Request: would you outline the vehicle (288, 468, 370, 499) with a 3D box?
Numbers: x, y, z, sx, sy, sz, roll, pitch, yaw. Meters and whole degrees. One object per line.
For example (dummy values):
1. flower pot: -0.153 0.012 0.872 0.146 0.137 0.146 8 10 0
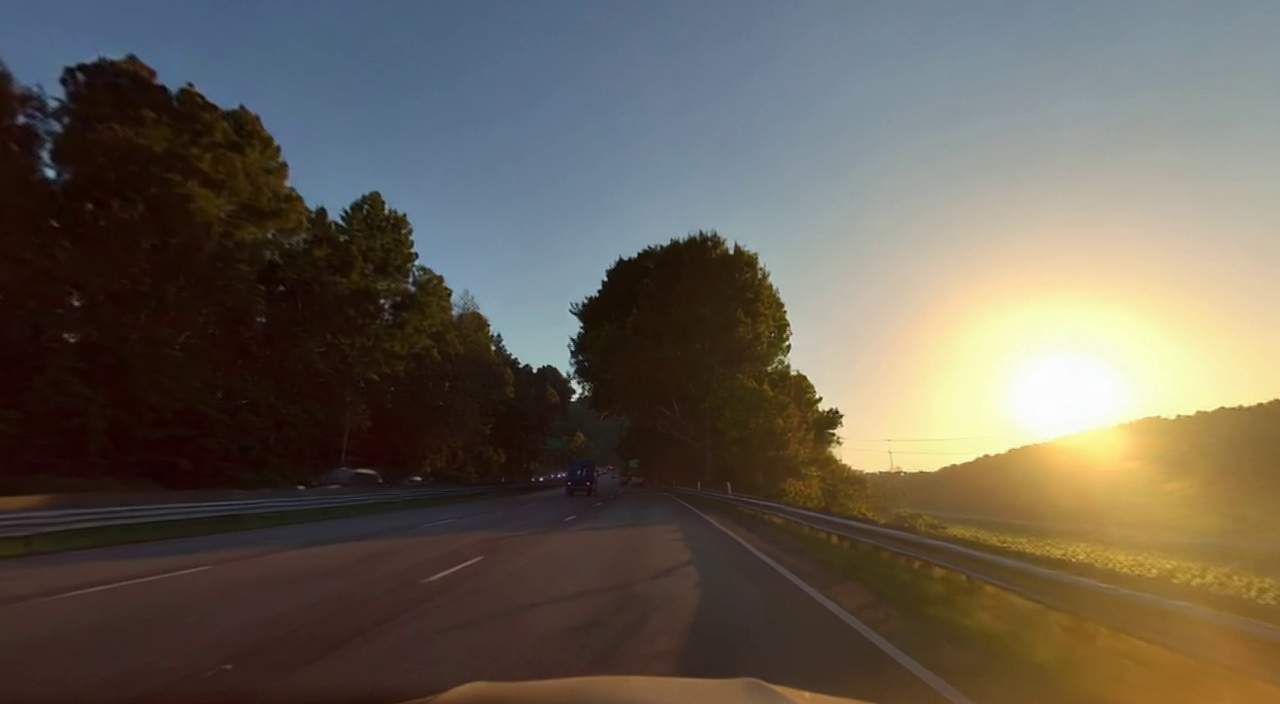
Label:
1. vehicle: -16.253 6.867 33.080 1.889 1.459 4.492 0 -11 2
